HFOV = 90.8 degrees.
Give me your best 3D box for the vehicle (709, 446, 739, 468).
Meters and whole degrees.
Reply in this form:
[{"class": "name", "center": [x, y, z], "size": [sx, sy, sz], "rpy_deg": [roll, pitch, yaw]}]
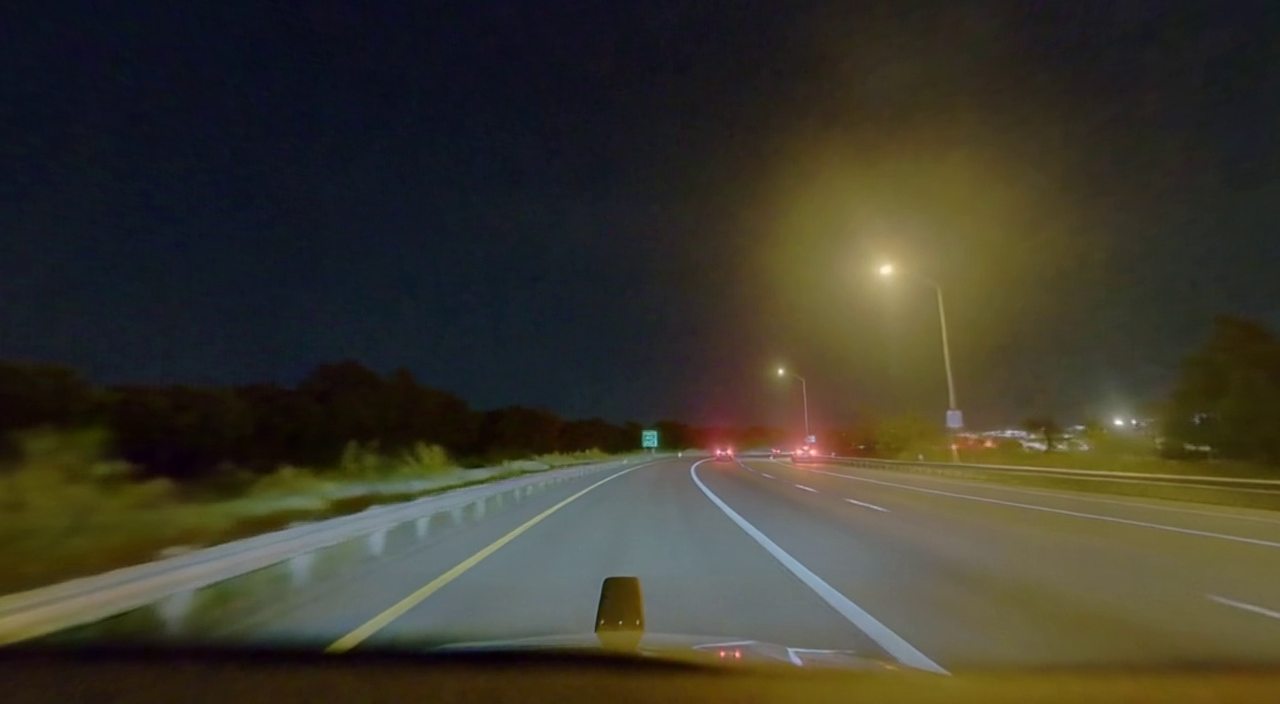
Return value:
[{"class": "vehicle", "center": [6.238, 7.809, 47.264], "size": [1.874, 1.506, 4.116], "rpy_deg": [-1, -9, 3]}]
